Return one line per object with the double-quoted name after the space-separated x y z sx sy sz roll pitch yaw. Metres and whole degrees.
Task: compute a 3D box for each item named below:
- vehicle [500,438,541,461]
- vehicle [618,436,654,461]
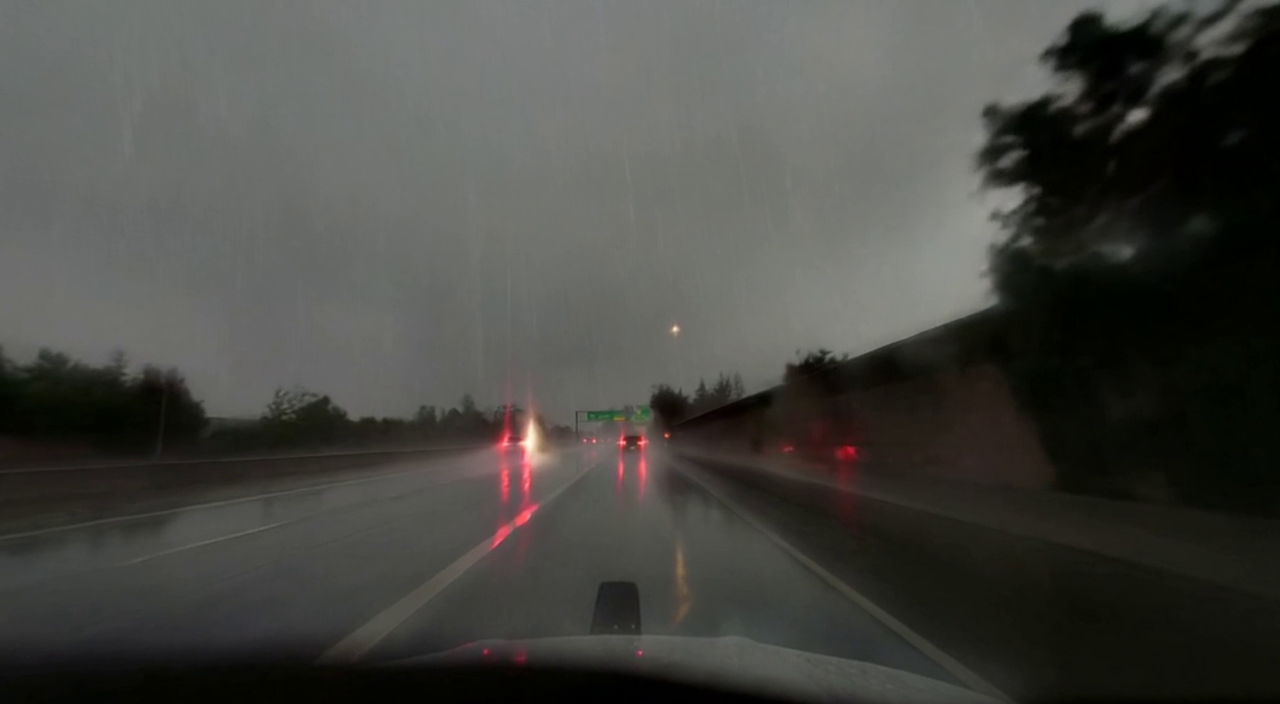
-8.141 6.675 43.306 1.939 1.504 4.727 0 -8 -1 "vehicle"
-0.283 5.844 38.353 2.072 1.440 3.690 0 -8 -1 "vehicle"
